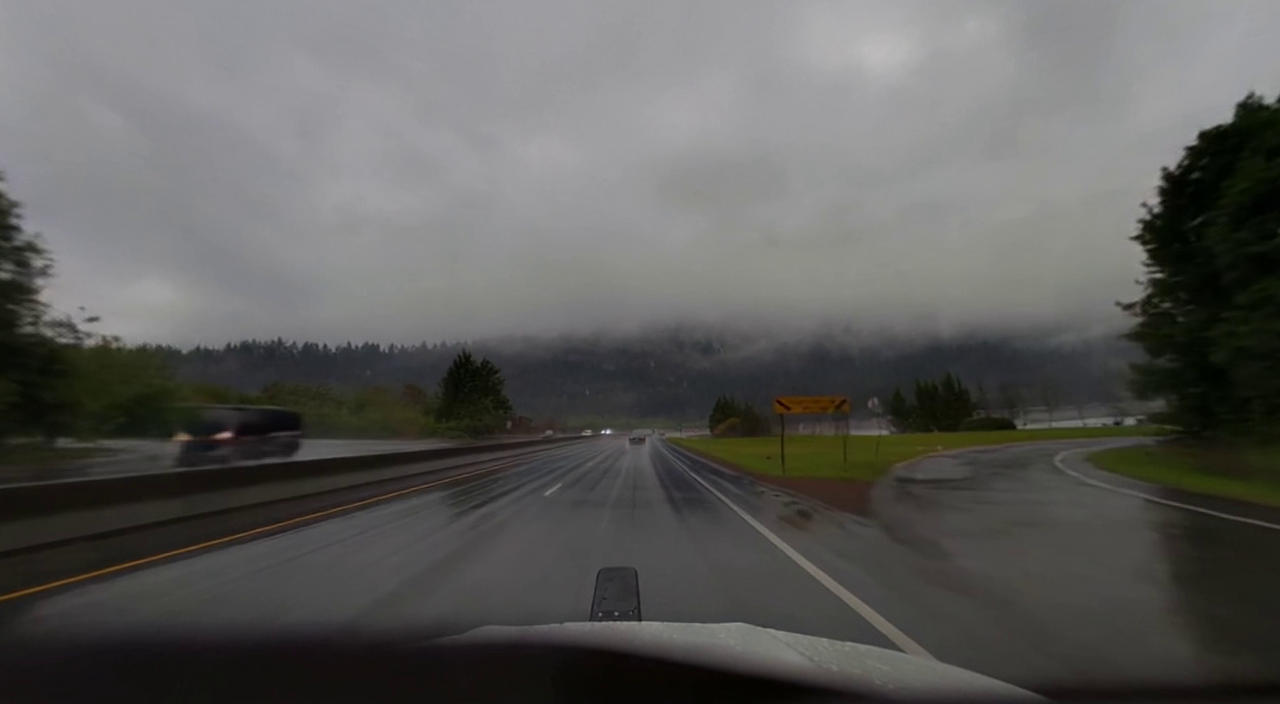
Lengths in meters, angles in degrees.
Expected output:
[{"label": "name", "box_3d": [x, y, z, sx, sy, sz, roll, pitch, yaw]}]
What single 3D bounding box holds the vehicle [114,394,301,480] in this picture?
[{"label": "vehicle", "box_3d": [-14.788, 2.978, 22.151, 2.373, 2.626, 5.780, 0, -8, 1]}]
